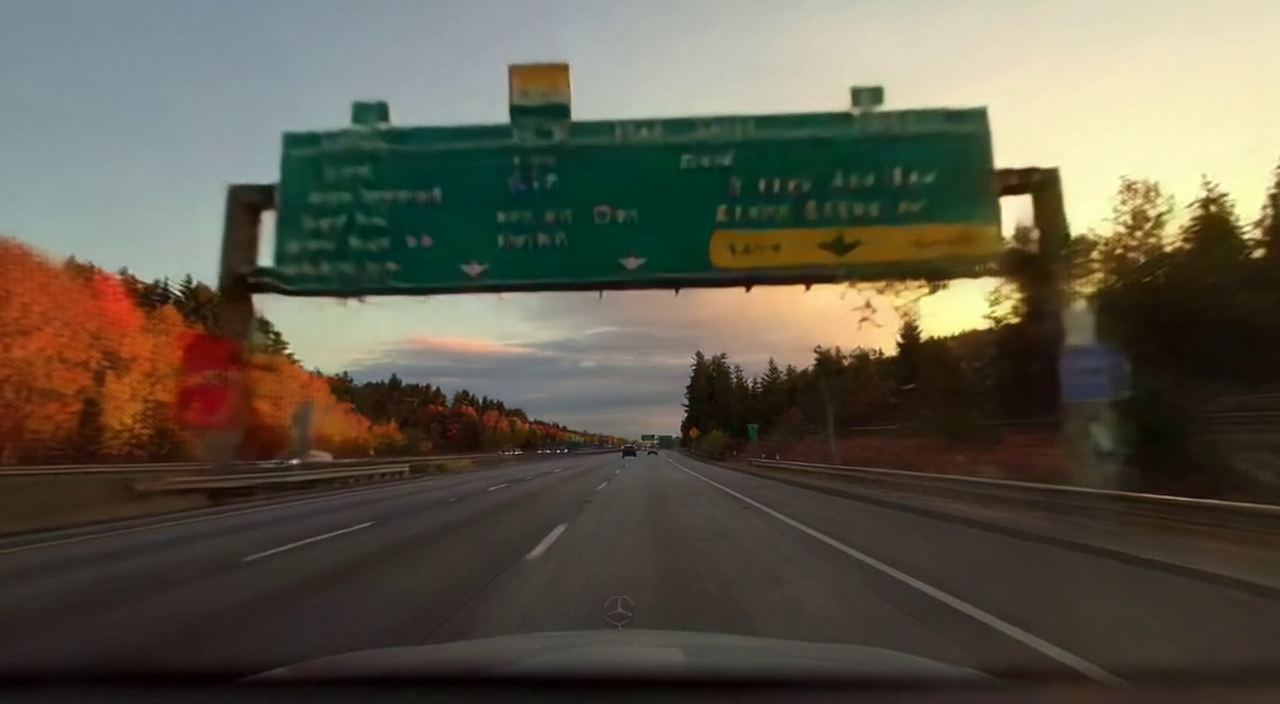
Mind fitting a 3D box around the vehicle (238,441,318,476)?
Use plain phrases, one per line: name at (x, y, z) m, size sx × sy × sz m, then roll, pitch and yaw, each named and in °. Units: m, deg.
vehicle at (-19.229, 5.665, 33.490) m, size 1.873 × 1.754 × 3.936 m, roll 0°, pitch -9°, yaw 0°
